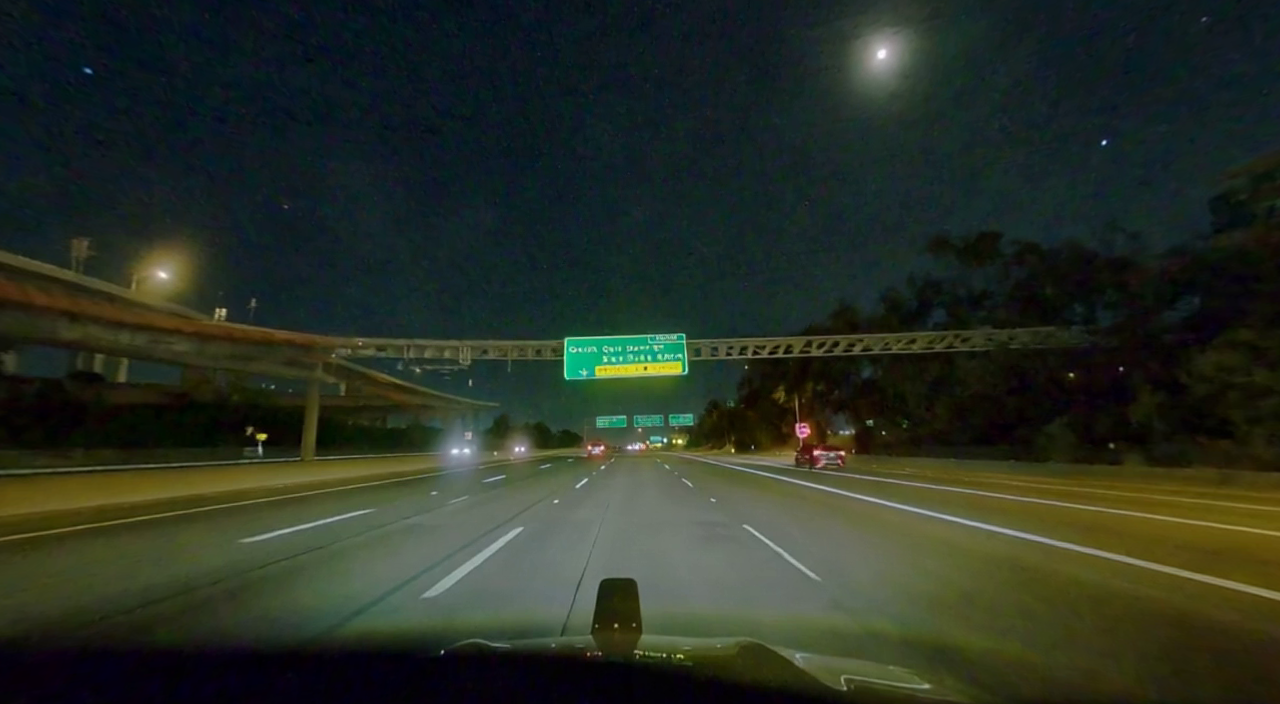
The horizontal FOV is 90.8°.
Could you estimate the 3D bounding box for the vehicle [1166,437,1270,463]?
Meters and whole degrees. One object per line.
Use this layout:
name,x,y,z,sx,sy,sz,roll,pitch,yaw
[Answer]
vehicle,36.358,6.180,39.946,1.937,1.478,4.733,0,-8,-3
